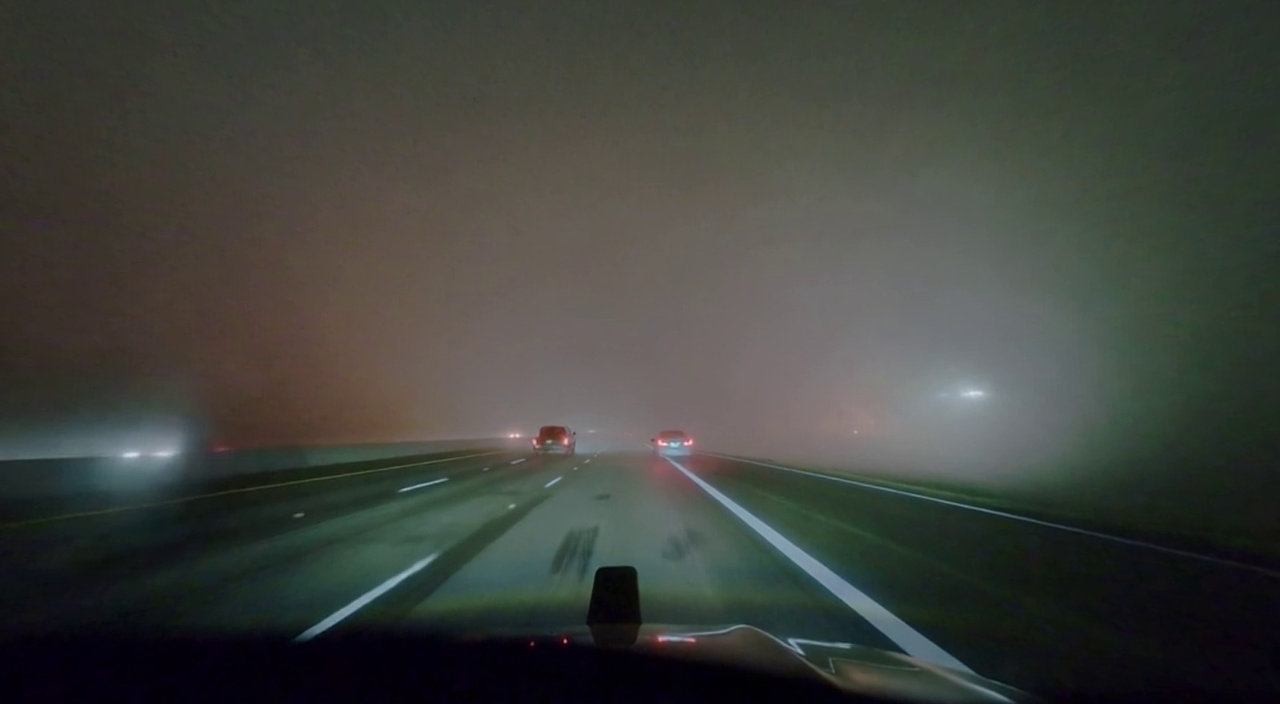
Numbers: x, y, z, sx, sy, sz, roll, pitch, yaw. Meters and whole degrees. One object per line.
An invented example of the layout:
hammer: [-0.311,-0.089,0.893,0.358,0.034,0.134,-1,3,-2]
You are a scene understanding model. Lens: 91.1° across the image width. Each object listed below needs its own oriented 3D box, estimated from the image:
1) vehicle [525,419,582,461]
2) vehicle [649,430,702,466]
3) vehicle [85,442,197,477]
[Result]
vehicle: [-4.280,4.464,31.889,2.251,1.938,4.708,0,-8,0]
vehicle: [1.502,4.250,28.113,1.948,1.470,3.913,0,-8,-3]
vehicle: [-23.272,4.987,29.542,1.821,1.499,4.176,0,-8,0]
